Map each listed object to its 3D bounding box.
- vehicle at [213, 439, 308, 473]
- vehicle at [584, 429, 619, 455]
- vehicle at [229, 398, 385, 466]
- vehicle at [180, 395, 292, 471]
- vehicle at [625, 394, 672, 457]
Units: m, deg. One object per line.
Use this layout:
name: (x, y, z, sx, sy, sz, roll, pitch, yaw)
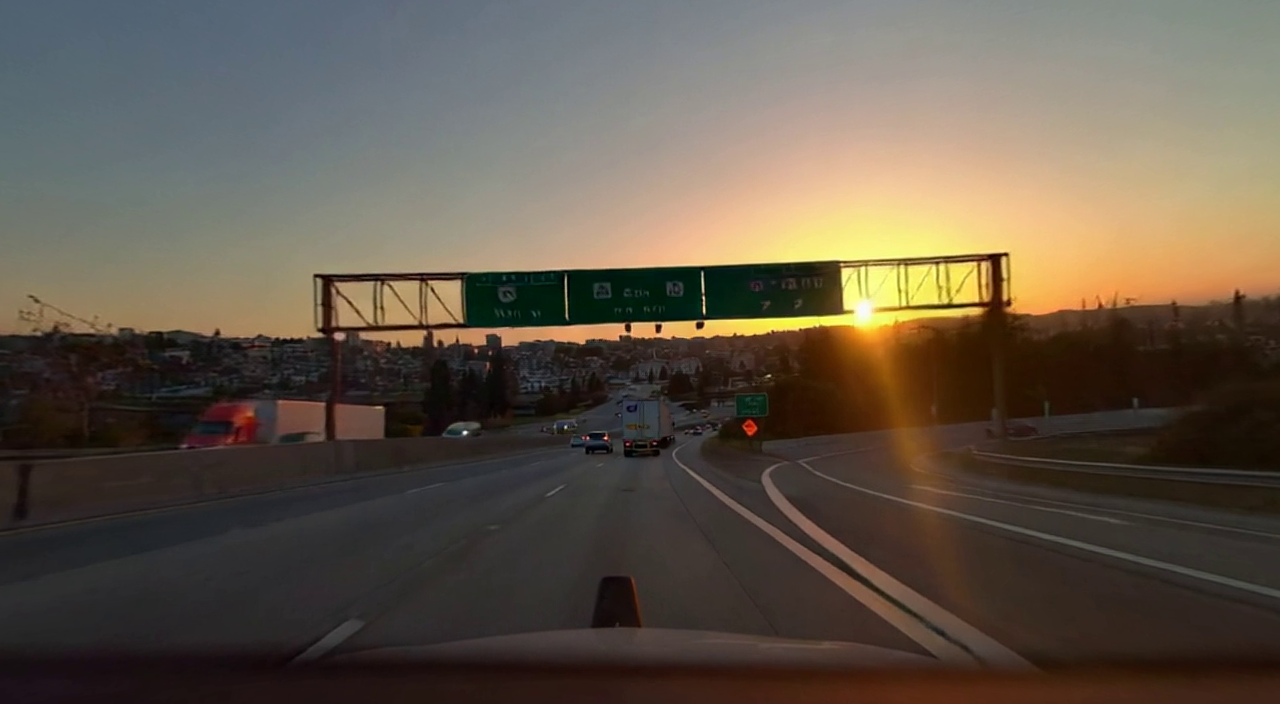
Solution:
vehicle: (-19.149, 5.247, 31.989, 1.947, 1.587, 4.446, 0, -8, 2)
vehicle: (-2.800, 6.697, 46.862, 2.119, 1.787, 4.655, 0, -8, 3)
vehicle: (-23.005, 5.804, 45.114, 2.940, 4.056, 14.297, 0, -8, 2)
vehicle: (-23.131, 4.665, 36.338, 2.784, 3.981, 4.819, 1, -7, 5)
vehicle: (0.646, 5.439, 45.693, 3.024, 4.019, 10.605, 0, -8, 1)
